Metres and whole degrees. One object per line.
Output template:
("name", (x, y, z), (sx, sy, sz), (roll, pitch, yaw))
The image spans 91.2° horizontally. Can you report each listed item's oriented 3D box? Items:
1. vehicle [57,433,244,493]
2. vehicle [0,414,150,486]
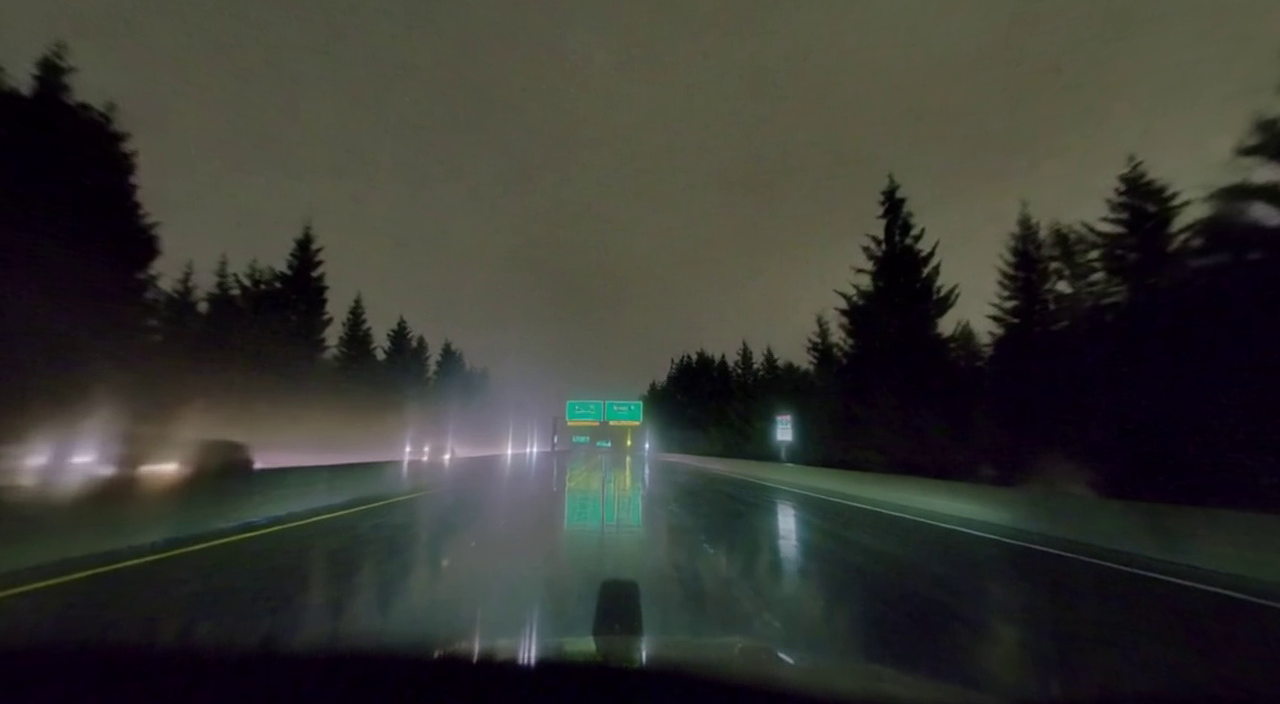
("vehicle", (-13.323, 3.049, 17.487), (1.781, 1.453, 4.314), (0, -9, -1))
("vehicle", (-17.762, 2.937, 18.821), (2.040, 1.860, 5.052), (0, -9, -1))
